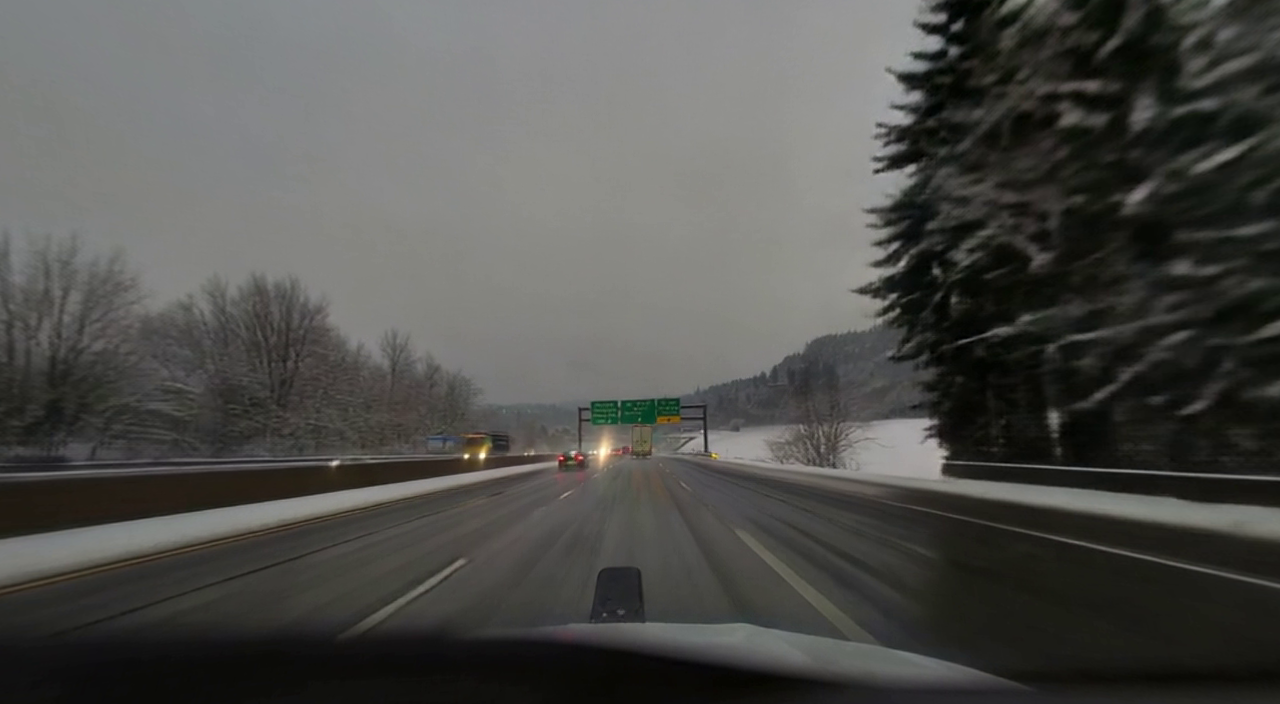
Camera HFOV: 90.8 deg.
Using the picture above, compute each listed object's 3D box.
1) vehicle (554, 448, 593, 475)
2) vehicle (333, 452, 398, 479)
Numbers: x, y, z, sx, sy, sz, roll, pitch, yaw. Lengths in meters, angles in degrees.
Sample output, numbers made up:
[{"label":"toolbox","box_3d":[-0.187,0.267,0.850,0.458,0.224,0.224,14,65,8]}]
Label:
[{"label":"vehicle","box_3d":[-3.868,6.464,37.435,1.886,1.465,4.119,0,-9,0]},{"label":"vehicle","box_3d":[-16.803,6.950,38.826,1.938,1.530,4.463,0,-9,1]}]
